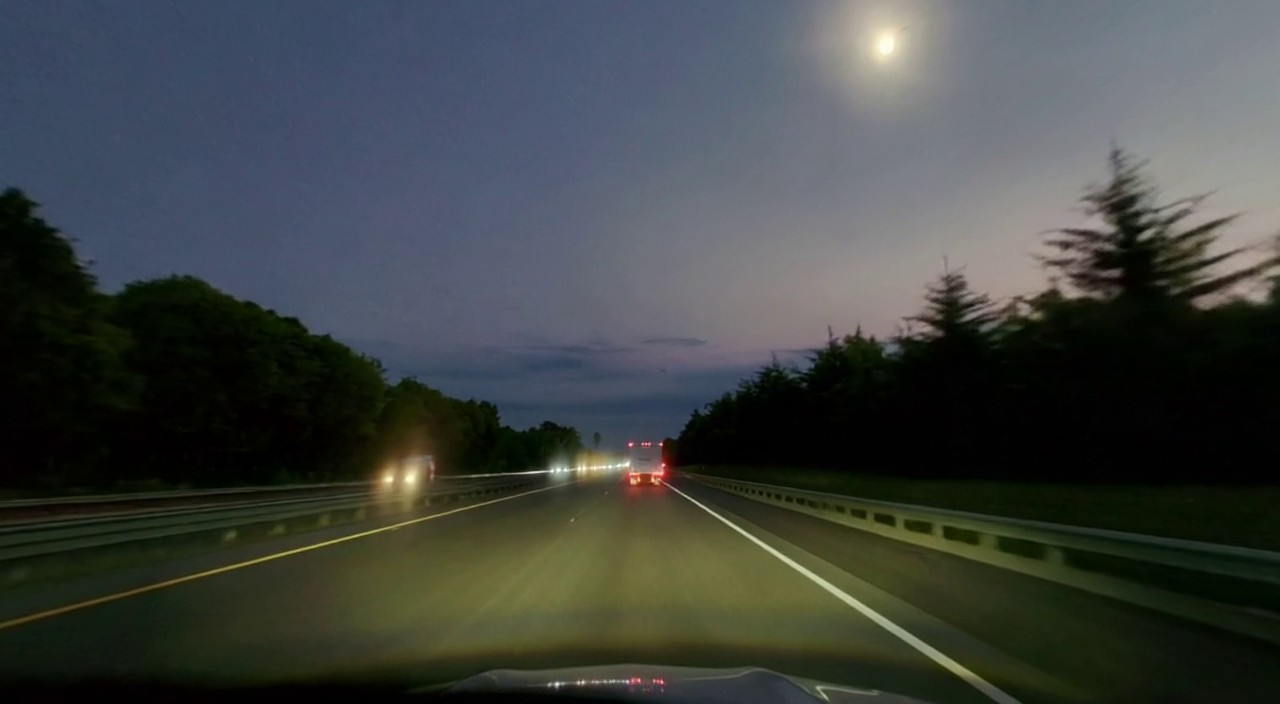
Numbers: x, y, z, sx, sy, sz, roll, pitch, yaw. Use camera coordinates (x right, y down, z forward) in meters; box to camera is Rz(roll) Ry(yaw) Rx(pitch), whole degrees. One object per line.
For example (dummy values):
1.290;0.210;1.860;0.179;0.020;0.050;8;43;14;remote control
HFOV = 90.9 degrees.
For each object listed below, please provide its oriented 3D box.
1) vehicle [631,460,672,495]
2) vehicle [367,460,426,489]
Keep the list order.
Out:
0.565;6.588;33.324;2.048;1.663;4.377;1;-10;0;vehicle
-14.887;7.516;38.798;1.892;1.594;4.384;1;-10;-1;vehicle
